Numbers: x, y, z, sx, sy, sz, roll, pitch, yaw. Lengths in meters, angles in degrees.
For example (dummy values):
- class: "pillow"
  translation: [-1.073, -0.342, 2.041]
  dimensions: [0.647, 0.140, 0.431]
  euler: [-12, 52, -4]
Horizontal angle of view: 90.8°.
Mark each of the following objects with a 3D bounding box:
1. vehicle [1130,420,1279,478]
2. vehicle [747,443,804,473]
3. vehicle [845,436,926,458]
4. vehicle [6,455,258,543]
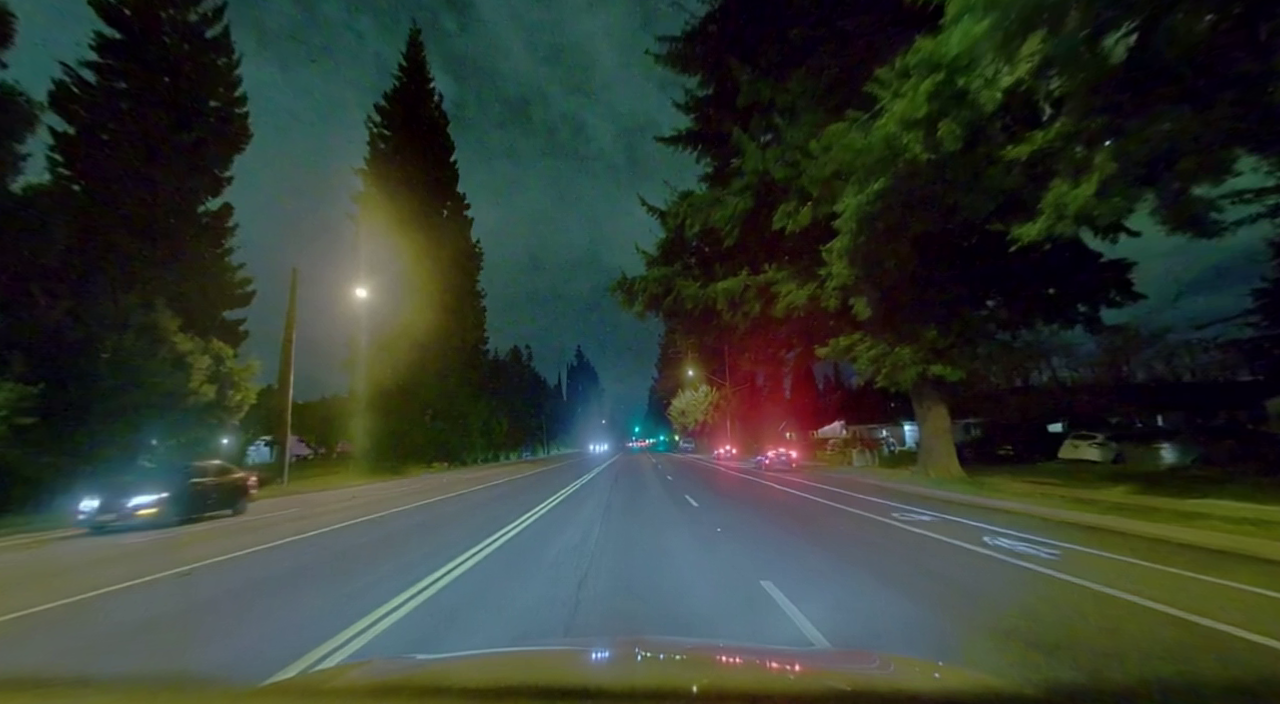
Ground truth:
- class: "vehicle"
  translation: [17.486, 2.830, 18.526]
  dimensions: [4.482, 1.566, 2.034]
  euler: [0, -8, -1]
- class: "vehicle"
  translation: [7.148, 5.623, 33.784]
  dimensions: [2.010, 1.469, 4.548]
  euler: [0, -8, 0]
- class: "vehicle"
  translation: [17.524, 6.822, 45.309]
  dimensions: [4.793, 1.537, 2.353]
  euler: [1, -9, -6]
- class: "vehicle"
  translation: [-10.705, 3.067, 13.869]
  dimensions: [1.913, 1.519, 4.335]
  euler: [0, -8, 0]
